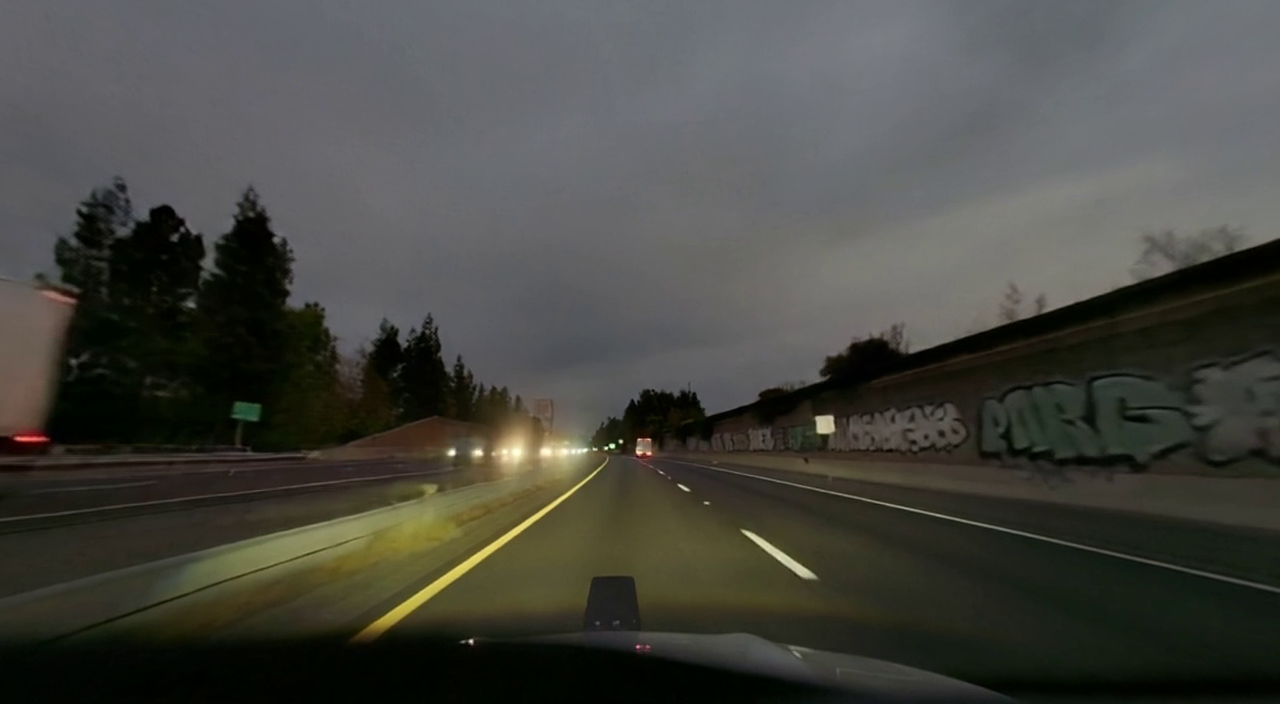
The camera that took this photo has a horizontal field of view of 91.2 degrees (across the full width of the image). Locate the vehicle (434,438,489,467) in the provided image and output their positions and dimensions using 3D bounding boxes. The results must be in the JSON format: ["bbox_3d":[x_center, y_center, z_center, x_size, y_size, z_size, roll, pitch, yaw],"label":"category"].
[{"bbox_3d":[-9.873,5.609,34.997,1.916,1.507,4.373,0,-9,-1],"label":"vehicle"}]
